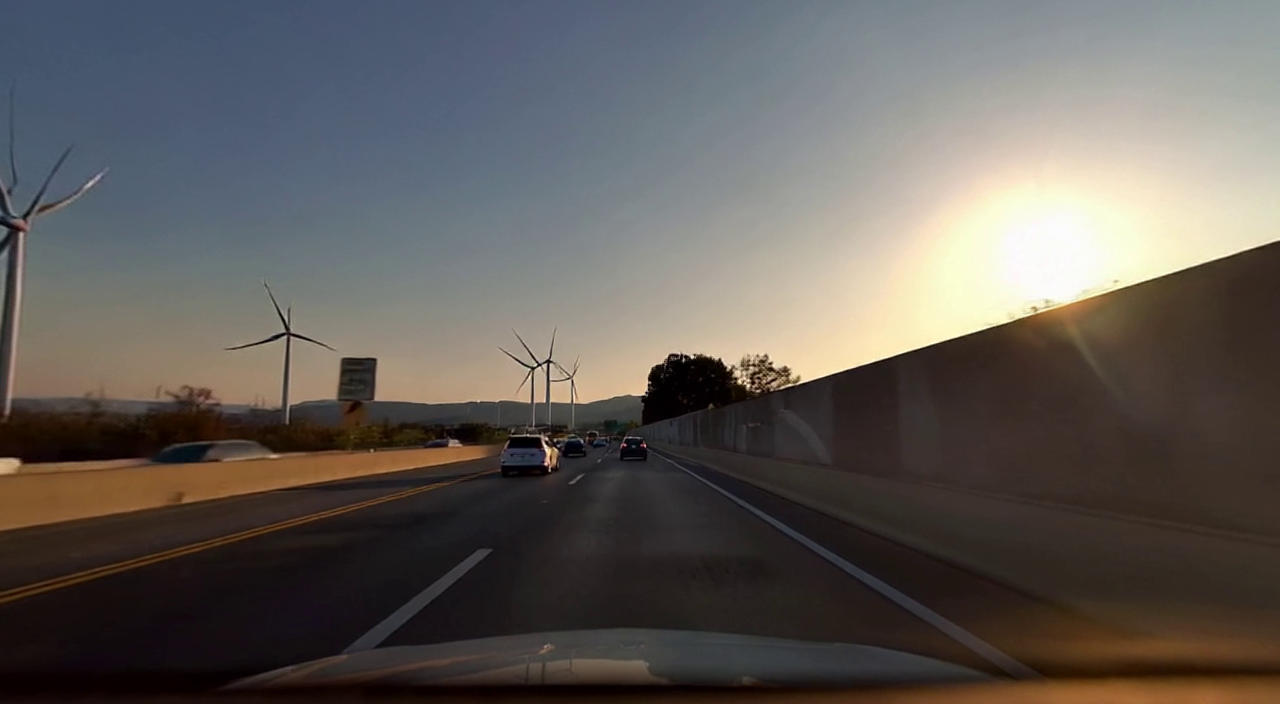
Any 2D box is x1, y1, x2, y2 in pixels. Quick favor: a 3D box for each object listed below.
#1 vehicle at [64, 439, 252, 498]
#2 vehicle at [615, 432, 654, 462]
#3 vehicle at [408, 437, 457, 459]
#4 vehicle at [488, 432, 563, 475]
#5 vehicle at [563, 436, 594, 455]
[{"bbox_3d":[-13.806,3.317,18.511,1.876,1.452,4.670,0,-8,-1],"label":"vehicle"},{"bbox_3d":[-0.345,5.148,34.428,2.027,1.550,3.607,0,-8,-2],"label":"vehicle"},{"bbox_3d":[-15.122,6.983,46.219,2.106,1.519,4.778,0,-8,-2],"label":"vehicle"},{"bbox_3d":[-4.171,3.758,23.730,1.998,1.468,4.635,0,-8,0],"label":"vehicle"},{"bbox_3d":[-4.668,7.168,48.465,2.059,1.436,3.802,0,-8,-1],"label":"vehicle"}]
